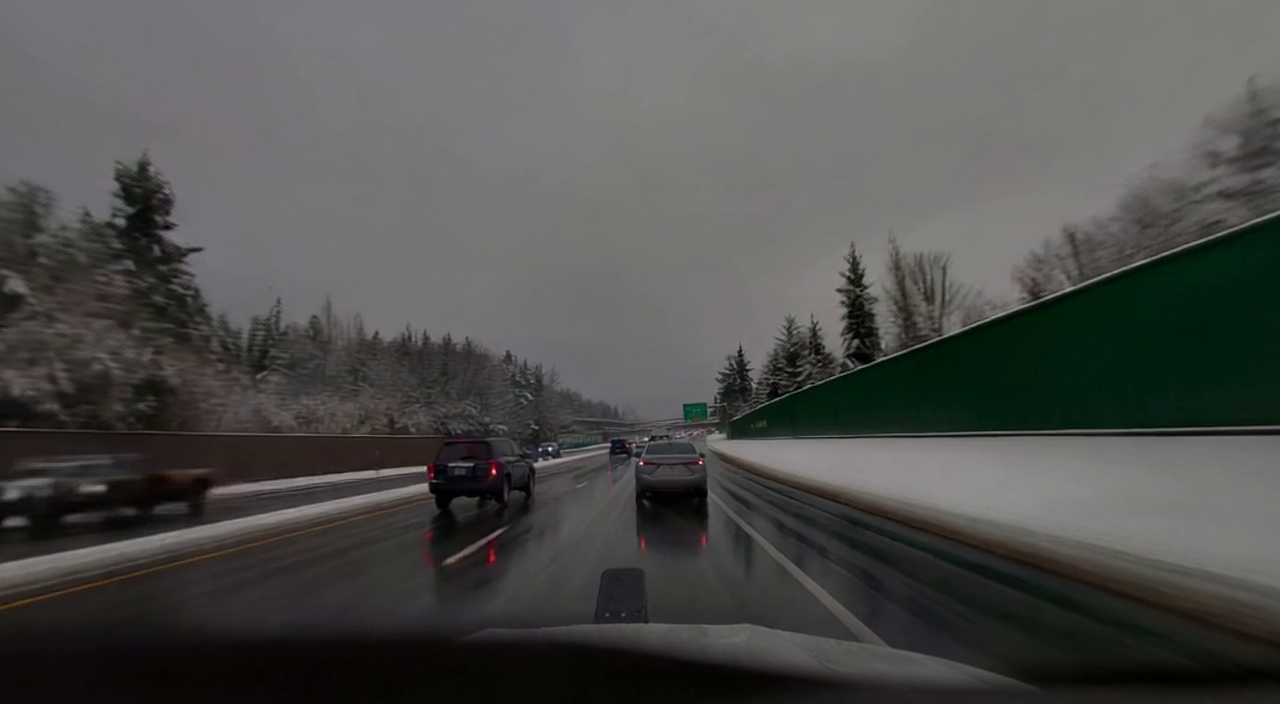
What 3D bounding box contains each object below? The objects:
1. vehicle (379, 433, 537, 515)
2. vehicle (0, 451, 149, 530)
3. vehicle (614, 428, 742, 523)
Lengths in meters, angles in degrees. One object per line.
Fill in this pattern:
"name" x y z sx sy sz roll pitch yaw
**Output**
"vehicle" -3.687 2.545 13.676 2.059 1.471 4.152 0 -8 2
"vehicle" -14.872 3.235 15.092 2.168 1.641 4.958 0 -8 0
"vehicle" 0.649 2.303 12.288 2.077 1.533 3.854 0 -8 1
